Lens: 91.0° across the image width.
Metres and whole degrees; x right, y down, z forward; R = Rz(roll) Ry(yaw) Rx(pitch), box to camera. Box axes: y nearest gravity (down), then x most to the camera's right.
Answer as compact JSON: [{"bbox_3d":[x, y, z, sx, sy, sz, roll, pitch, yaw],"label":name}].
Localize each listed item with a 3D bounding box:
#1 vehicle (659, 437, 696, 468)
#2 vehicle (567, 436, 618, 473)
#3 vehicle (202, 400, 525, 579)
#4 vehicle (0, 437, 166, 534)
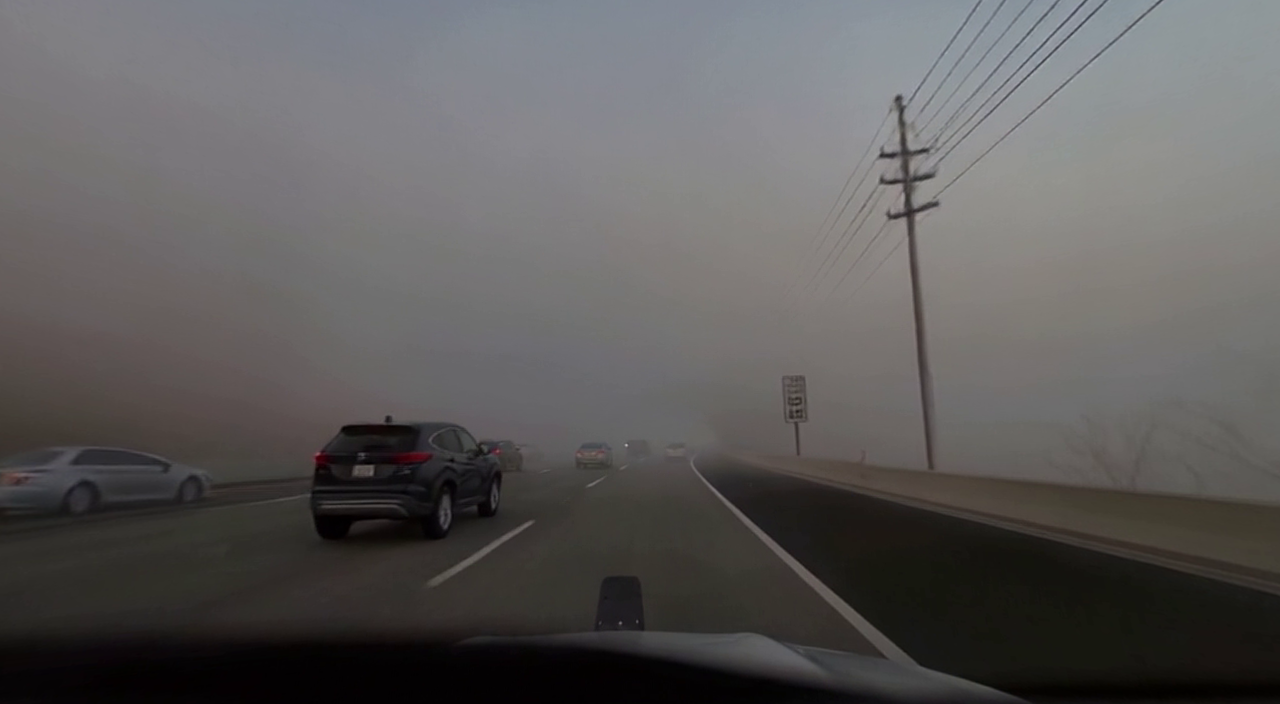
[{"bbox_3d":[2.220,5.859,36.748,2.038,1.677,4.219,-1,-9,5],"label":"vehicle"},{"bbox_3d":[-2.271,5.070,31.323,1.976,1.688,4.124,-1,-9,3],"label":"vehicle"},{"bbox_3d":[-3.262,1.763,8.923,2.202,1.801,4.959,0,-9,2],"label":"vehicle"},{"bbox_3d":[-11.051,2.277,11.049,1.954,1.517,4.378,0,-9,2],"label":"vehicle"}]
